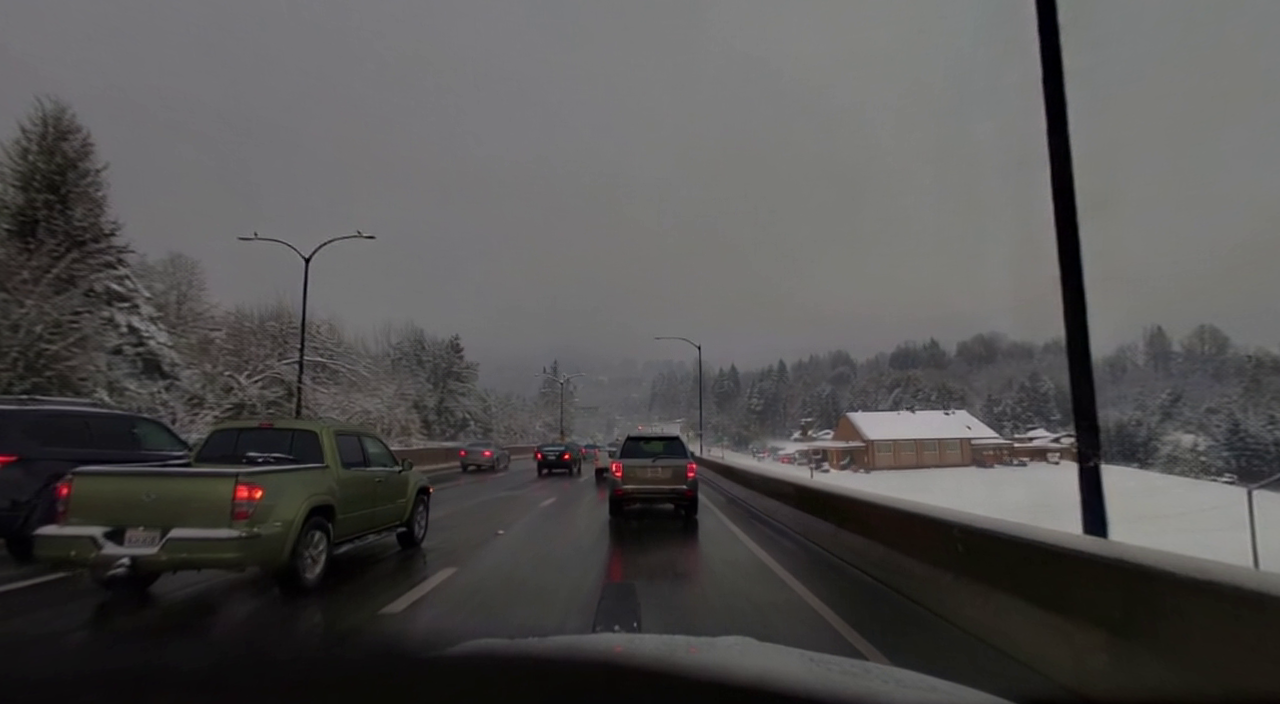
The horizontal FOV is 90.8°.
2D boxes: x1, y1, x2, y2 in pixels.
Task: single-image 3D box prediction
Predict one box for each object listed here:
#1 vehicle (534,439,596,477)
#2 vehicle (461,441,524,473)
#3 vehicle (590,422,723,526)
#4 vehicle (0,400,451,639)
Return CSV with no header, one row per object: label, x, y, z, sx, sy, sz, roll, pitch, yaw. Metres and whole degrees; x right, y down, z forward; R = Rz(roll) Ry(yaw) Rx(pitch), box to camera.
vehicle,-3.090,4.481,26.840,1.868,1.470,4.105,-1,-8,4
vehicle,-7.179,5.138,31.208,1.856,1.459,4.251,-1,-9,4
vehicle,0.304,2.381,12.892,2.235,1.716,4.435,0,-8,1
vehicle,-3.843,1.523,6.775,2.076,1.688,4.334,-1,-9,3
